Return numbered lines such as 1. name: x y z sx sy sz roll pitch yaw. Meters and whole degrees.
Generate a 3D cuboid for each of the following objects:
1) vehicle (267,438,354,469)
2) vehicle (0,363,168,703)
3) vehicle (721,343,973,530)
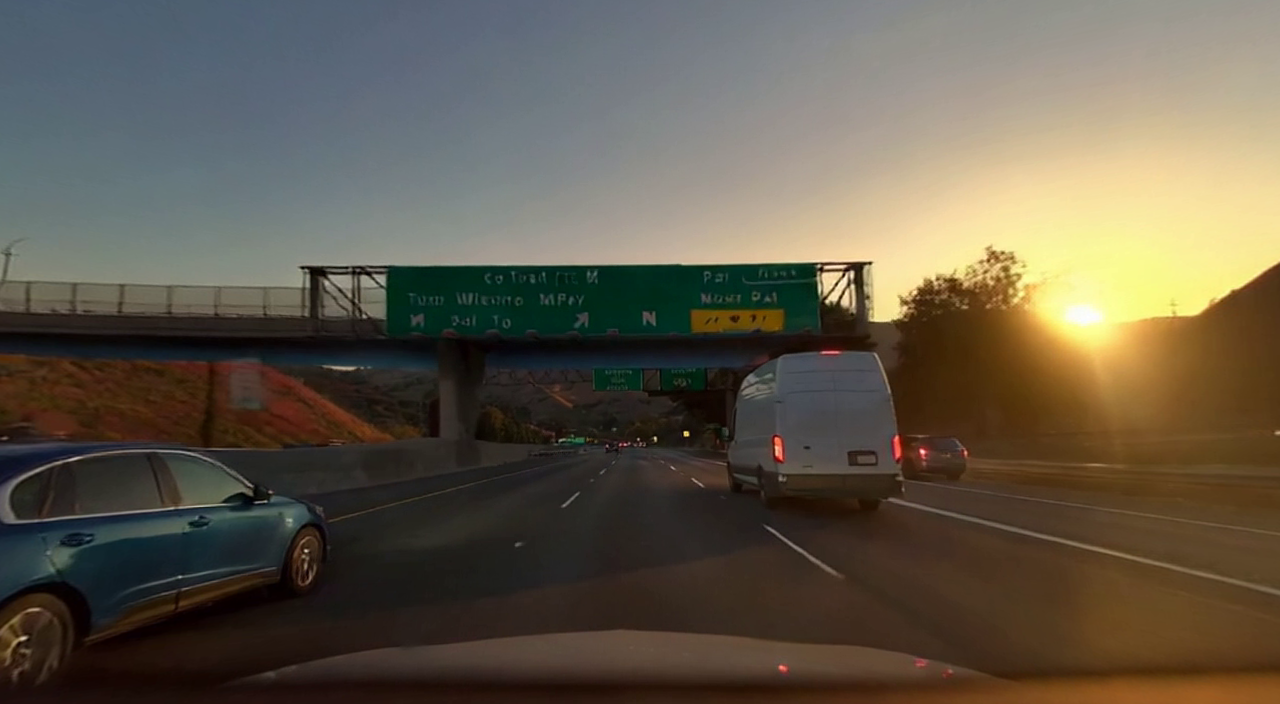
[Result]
1. vehicle: -17.947 5.555 34.704 2.044 1.573 4.964 0 -8 0
2. vehicle: -3.936 0.715 1.753 2.000 1.646 4.201 0 -8 -1
3. vehicle: 3.438 1.707 12.620 2.629 2.718 6.740 0 -8 -1
